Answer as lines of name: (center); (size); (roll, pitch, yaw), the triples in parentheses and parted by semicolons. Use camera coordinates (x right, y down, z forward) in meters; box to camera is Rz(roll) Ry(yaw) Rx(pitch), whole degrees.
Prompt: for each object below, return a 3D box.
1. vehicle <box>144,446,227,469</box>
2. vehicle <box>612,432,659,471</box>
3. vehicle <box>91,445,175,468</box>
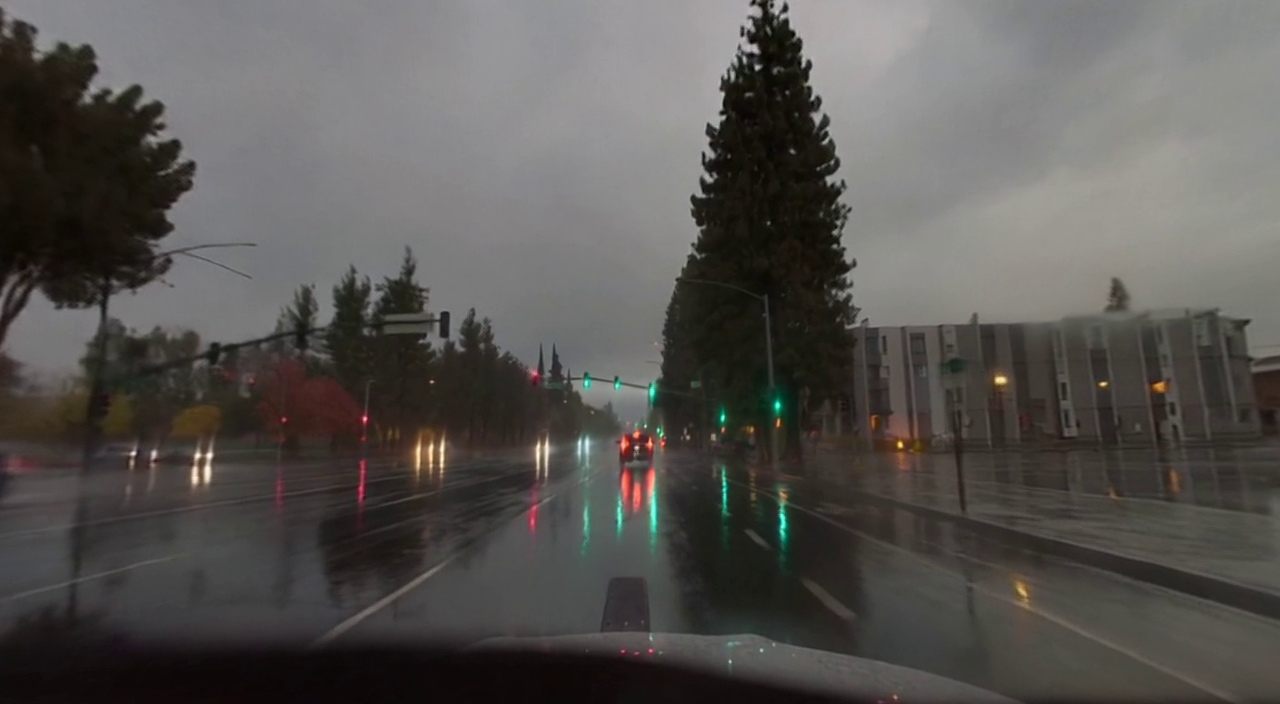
vehicle: (-31.931, 7.390, 44.330); (4.504, 1.524, 2.226); (-2, -9, 14)
vehicle: (-0.220, 4.842, 30.910); (2.169, 1.751, 4.276); (0, -8, 0)
vehicle: (-39.197, 8.075, 48.791); (4.713, 1.693, 2.018); (0, -8, 2)
